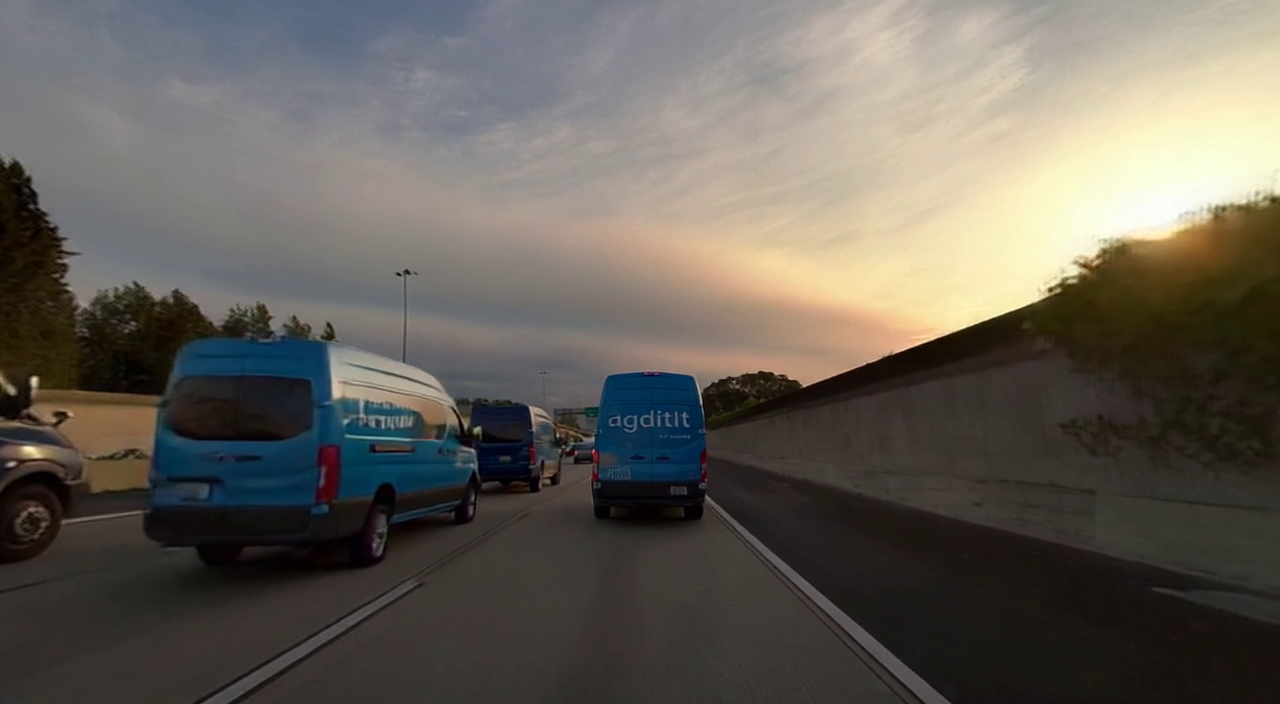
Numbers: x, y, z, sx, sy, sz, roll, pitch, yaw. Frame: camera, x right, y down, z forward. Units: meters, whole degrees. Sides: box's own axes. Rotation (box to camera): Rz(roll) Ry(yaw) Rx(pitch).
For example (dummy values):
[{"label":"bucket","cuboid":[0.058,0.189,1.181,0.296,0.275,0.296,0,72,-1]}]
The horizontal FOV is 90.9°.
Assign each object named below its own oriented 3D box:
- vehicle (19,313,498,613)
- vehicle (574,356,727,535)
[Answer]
[{"label":"vehicle","cuboid":[-3.703,1.280,7.941,2.729,2.439,5.418,0,-8,-2]},{"label":"vehicle","cuboid":[0.147,1.884,12.911,2.316,2.738,6.398,0,-9,0]}]
